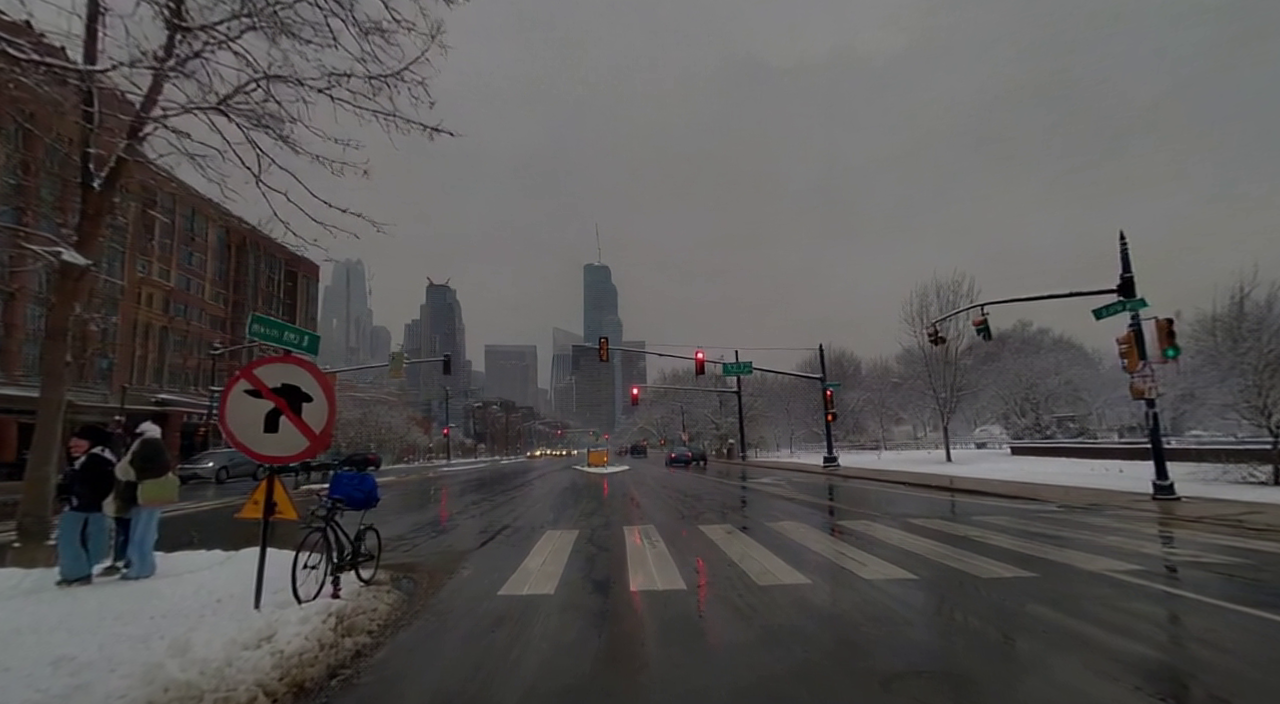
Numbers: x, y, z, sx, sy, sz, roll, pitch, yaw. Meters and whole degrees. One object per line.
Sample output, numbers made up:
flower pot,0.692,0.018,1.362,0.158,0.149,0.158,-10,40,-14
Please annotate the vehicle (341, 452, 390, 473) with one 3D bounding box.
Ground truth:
vehicle,-21.577,8.638,49.555,2.123,1.544,4.158,8,-11,-43

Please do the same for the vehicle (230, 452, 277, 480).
vehicle,-28.206,8.225,46.050,2.199,1.838,4.222,6,-10,-40
